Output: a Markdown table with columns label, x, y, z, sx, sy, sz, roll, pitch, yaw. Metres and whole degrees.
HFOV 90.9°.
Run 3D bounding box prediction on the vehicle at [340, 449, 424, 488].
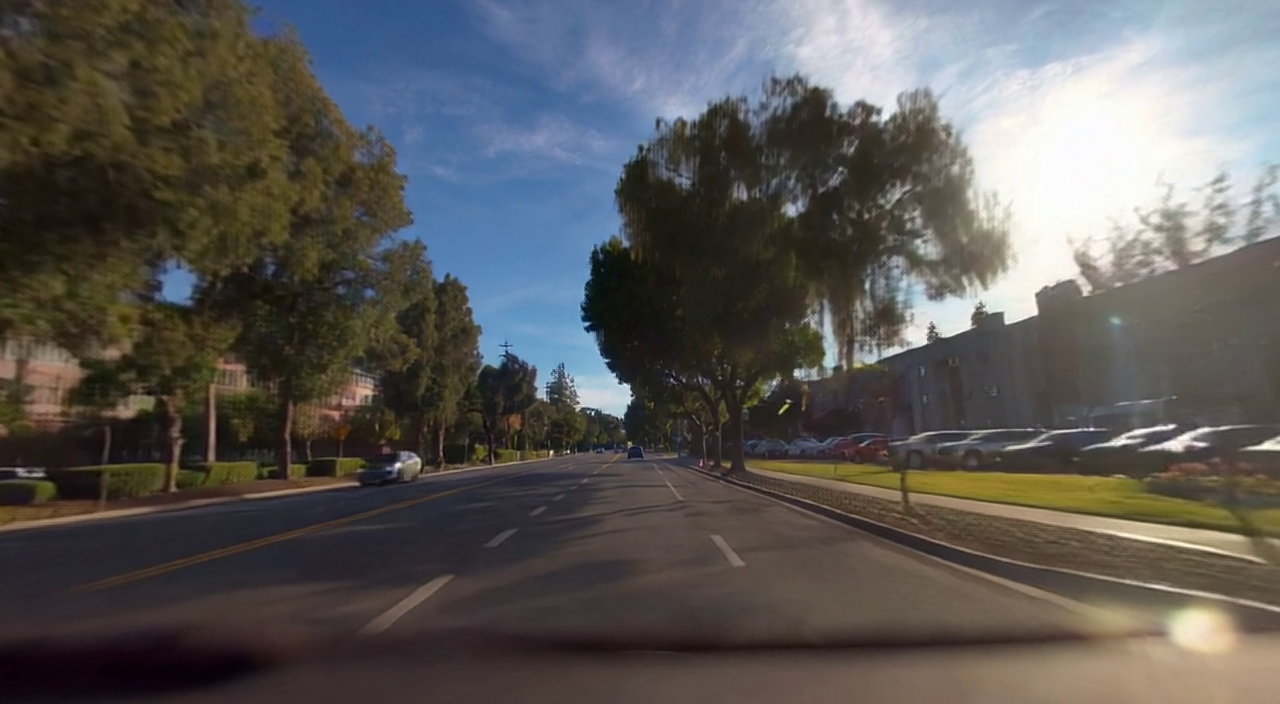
| label | x | y | z | sx | sy | sz | roll | pitch | yaw |
| --- | --- | --- | --- | --- | --- | --- | --- | --- | --- |
| vehicle | -12.001 | 5.420 | 29.705 | 2.096 | 1.509 | 4.666 | -3 | -9 | -1 |

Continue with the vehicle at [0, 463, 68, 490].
| label | x | y | z | sx | sy | sz | roll | pitch | yaw |
| --- | --- | --- | --- | --- | --- | --- | --- | --- | --- |
| vehicle | -39.763 | 7.830 | 39.732 | 5.232 | 1.633 | 1.950 | 0 | -9 | -3 |
